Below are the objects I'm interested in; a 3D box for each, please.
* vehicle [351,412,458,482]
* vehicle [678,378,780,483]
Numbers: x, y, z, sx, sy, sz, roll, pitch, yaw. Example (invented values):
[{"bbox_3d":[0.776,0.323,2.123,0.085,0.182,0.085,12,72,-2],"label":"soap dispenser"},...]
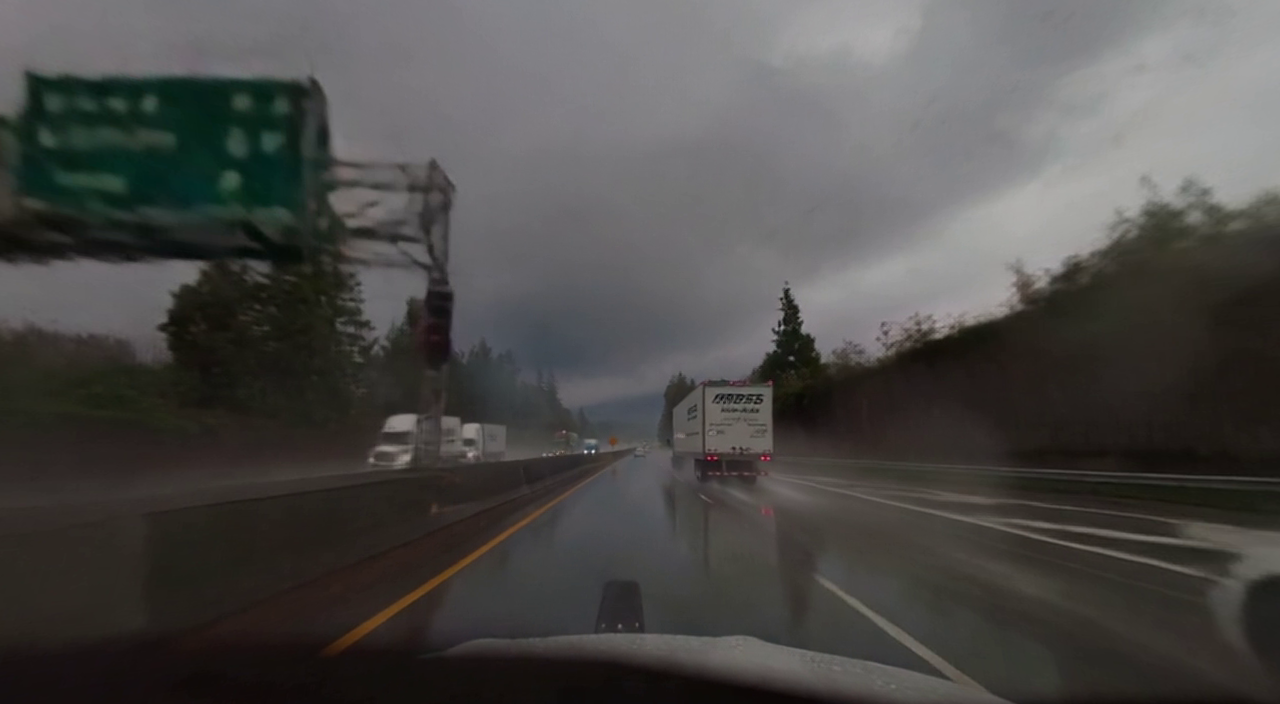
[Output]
[{"bbox_3d":[-12.811,5.316,35.120,2.901,3.451,7.721,0,-9,0],"label":"vehicle"},{"bbox_3d":[3.856,4.150,31.549,2.926,4.060,14.068,0,-9,-1],"label":"vehicle"}]
